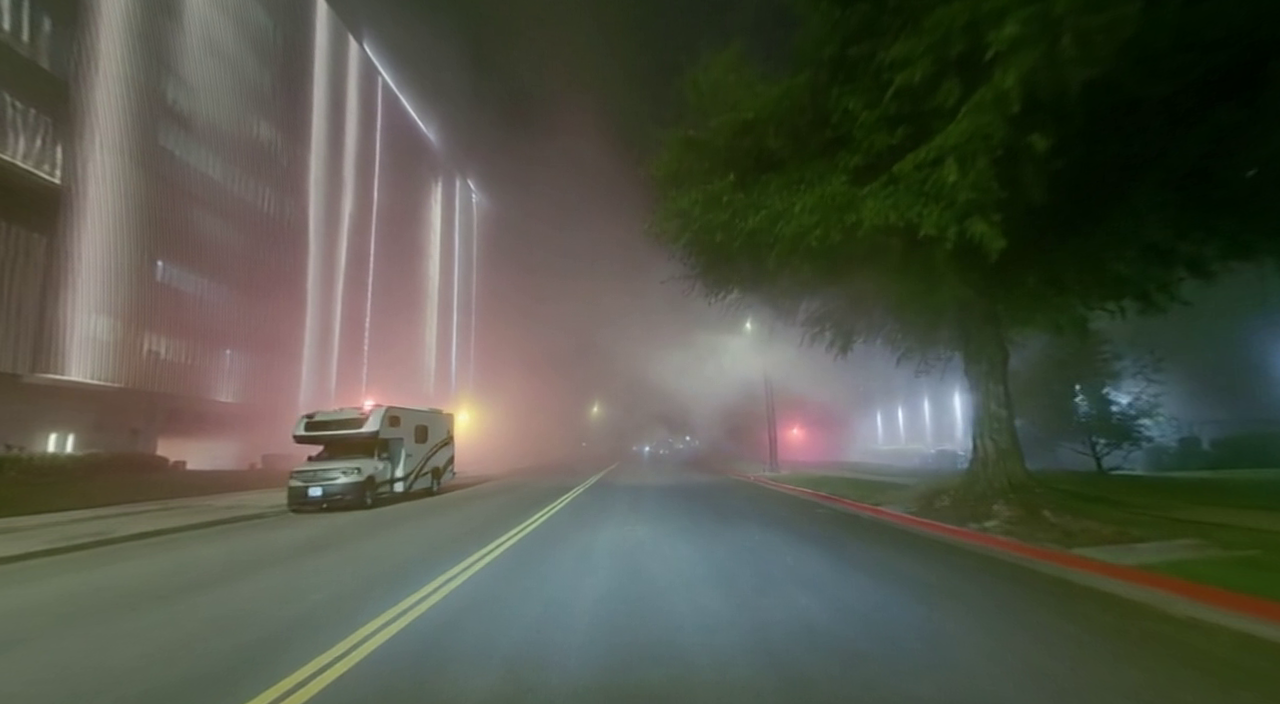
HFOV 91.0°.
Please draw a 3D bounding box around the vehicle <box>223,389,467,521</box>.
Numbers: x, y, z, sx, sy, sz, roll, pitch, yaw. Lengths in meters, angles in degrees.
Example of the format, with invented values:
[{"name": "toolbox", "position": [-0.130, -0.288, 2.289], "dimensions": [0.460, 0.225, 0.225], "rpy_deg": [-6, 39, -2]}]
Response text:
[{"name": "vehicle", "position": [-7.349, 2.748, 17.425], "dimensions": [3.108, 2.771, 7.999], "rpy_deg": [0, -8, -2]}]
